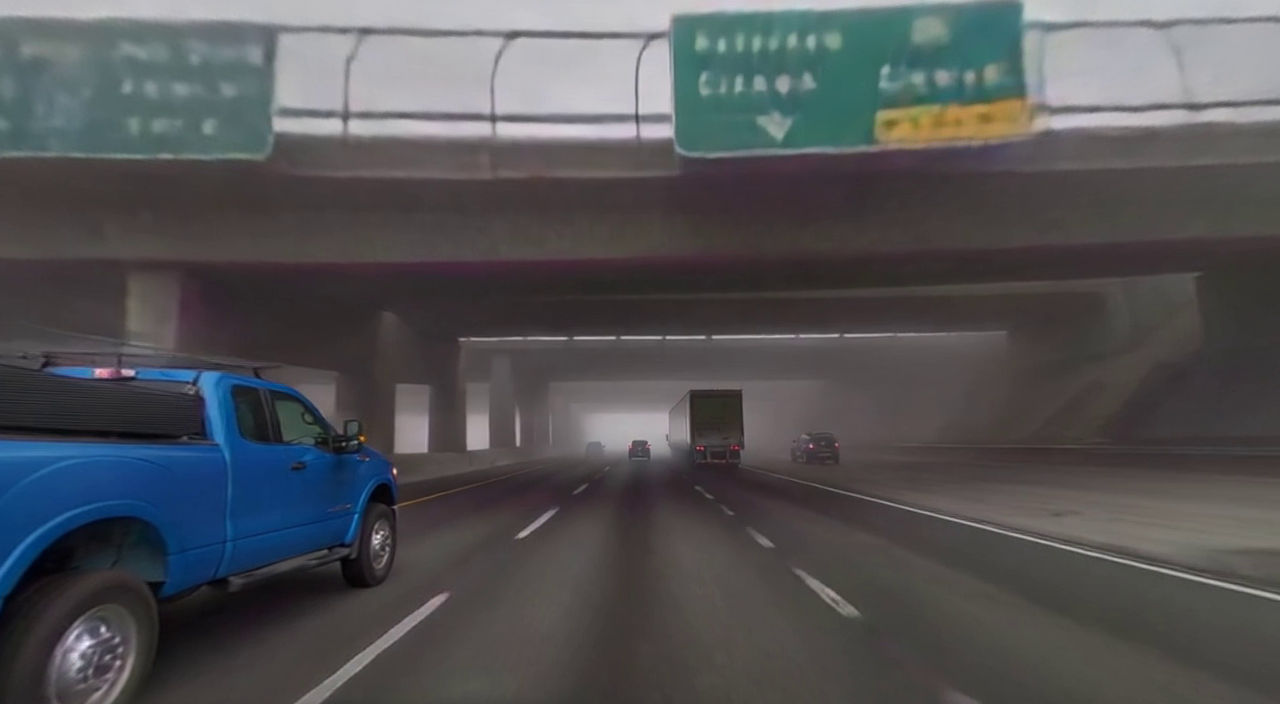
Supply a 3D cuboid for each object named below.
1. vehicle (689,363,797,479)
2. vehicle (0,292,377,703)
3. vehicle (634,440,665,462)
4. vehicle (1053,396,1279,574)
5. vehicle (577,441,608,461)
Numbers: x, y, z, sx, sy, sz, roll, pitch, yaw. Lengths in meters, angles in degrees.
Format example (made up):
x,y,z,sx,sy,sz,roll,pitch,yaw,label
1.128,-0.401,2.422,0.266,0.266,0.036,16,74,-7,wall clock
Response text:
x,y,z,sx,sy,sz,roll,pitch,yaw,label
4.097,3.342,28.598,2.885,4.036,12.891,-1,-8,1,vehicle
-4.255,0.881,3.716,2.599,2.054,6.288,-1,-8,1,vehicle
0.665,7.073,45.221,2.092,1.446,4.092,-1,-8,0,vehicle
7.159,1.407,7.005,1.999,1.700,4.640,-1,-8,0,vehicle
-3.569,7.580,48.338,2.077,1.446,4.106,0,-8,0,vehicle
